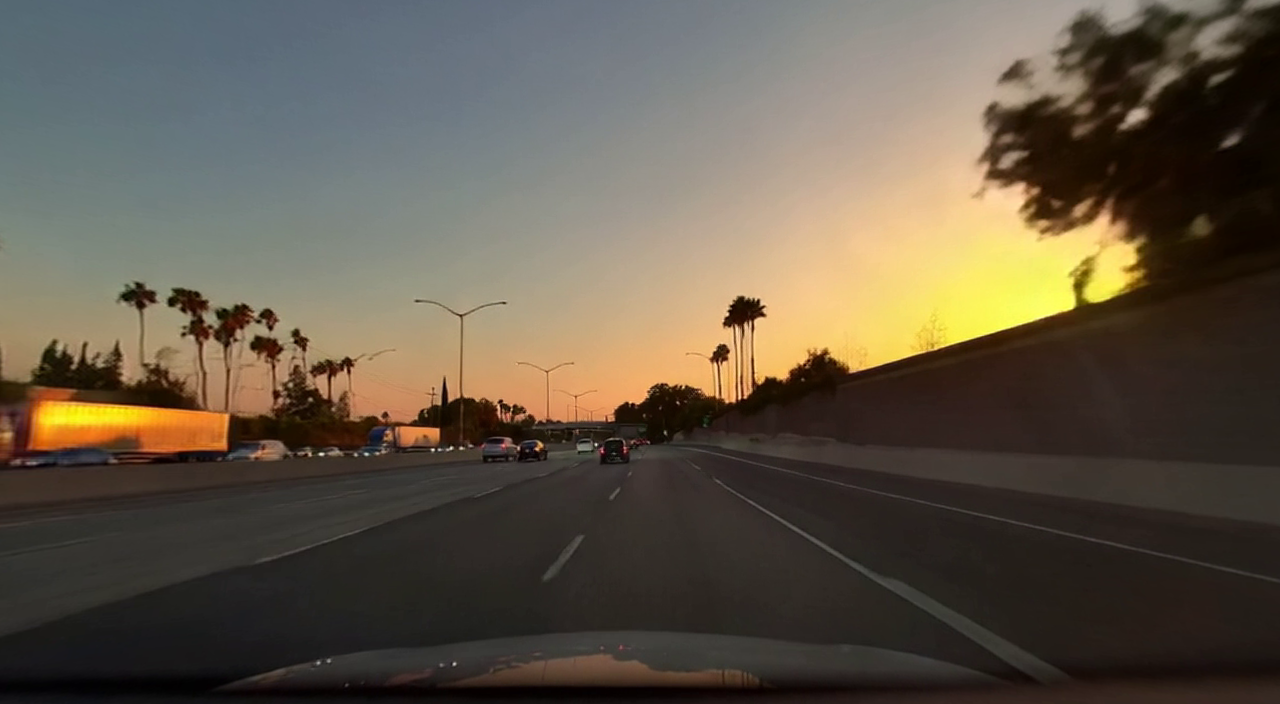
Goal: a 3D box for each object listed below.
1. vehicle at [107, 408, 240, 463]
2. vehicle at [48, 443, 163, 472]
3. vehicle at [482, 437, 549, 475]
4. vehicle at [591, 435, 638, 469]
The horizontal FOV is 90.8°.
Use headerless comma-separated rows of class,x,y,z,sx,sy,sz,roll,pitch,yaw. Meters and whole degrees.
vehicle,-35.281,6.493,48.475,2.812,3.781,9.113,-1,-8,3
vehicle,-30.222,5.938,35.964,1.874,1.520,5.041,-1,-8,4
vehicle,-5.922,5.008,30.673,2.204,1.677,4.438,-1,-8,2
vehicle,-1.289,5.294,33.658,2.201,1.672,4.128,0,-8,1
